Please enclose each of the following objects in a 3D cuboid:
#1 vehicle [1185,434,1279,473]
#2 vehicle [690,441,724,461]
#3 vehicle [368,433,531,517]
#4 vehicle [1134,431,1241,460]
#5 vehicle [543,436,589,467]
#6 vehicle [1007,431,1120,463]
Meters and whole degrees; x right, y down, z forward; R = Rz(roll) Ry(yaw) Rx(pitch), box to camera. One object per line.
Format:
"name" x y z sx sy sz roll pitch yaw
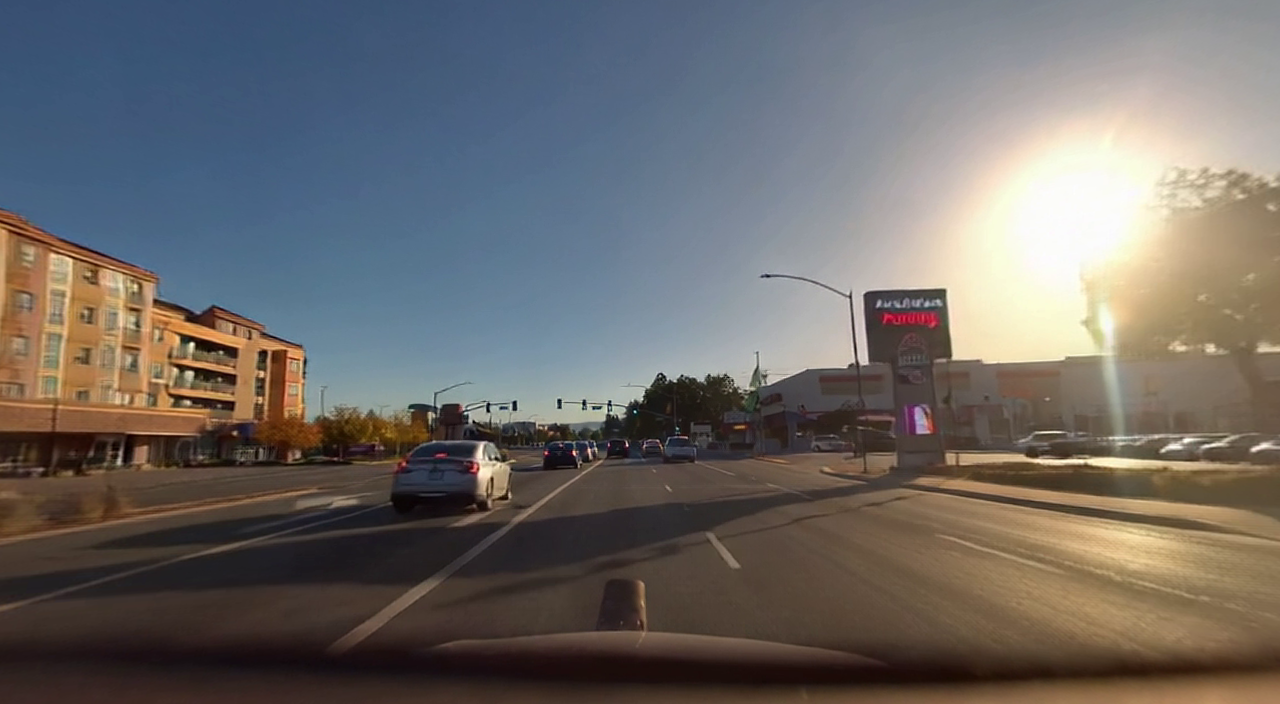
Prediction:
"vehicle" 25.208 4.027 25.182 4.799 1.497 1.952 -4 -9 22
"vehicle" 5.070 7.565 48.474 2.017 1.453 4.497 0 -8 -2
"vehicle" -3.848 2.560 13.773 2.097 1.497 4.571 0 -8 1
"vehicle" 30.473 5.233 35.313 3.985 1.490 2.047 -4 -9 25
"vehicle" -4.163 5.675 36.293 2.143 1.643 4.336 0 -8 0
"vehicle" 23.421 5.281 35.187 4.824 1.693 1.984 -3 -9 21
